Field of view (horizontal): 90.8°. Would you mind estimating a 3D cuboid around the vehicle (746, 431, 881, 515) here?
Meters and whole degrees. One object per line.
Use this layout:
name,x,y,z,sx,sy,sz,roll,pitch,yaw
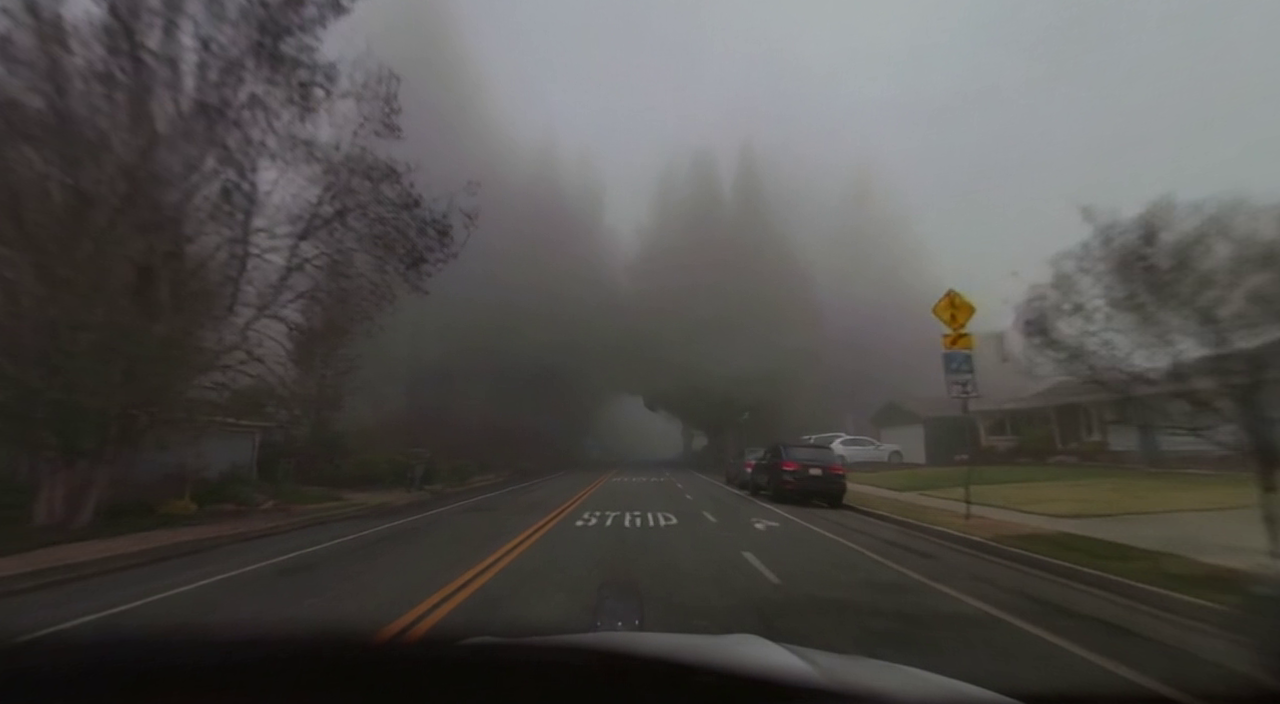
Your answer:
vehicle,4.174,2.999,16.157,2.032,1.792,4.849,0,-9,0
